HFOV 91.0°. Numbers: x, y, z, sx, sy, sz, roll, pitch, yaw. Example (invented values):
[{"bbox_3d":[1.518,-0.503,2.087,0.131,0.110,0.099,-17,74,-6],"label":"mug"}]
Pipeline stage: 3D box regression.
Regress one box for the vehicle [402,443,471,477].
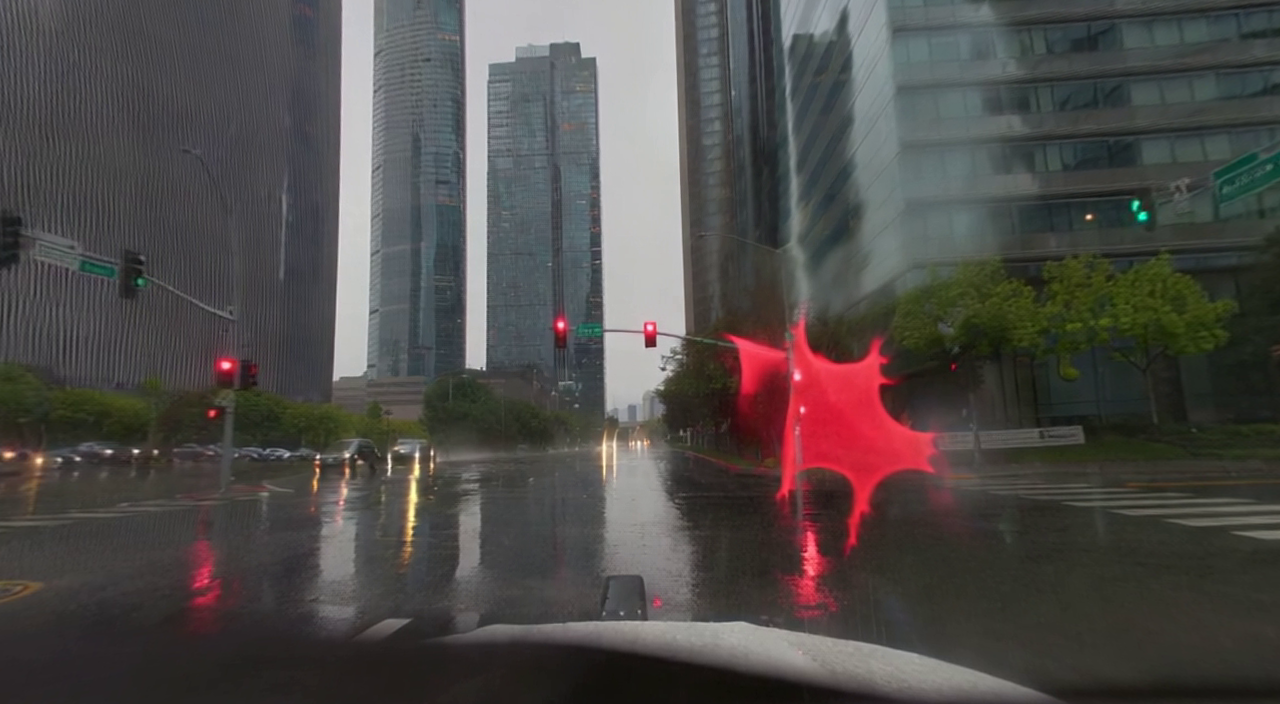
[{"bbox_3d":[-11.580,6.165,36.234,2.069,1.771,4.947,0,-9,3],"label":"vehicle"}]
